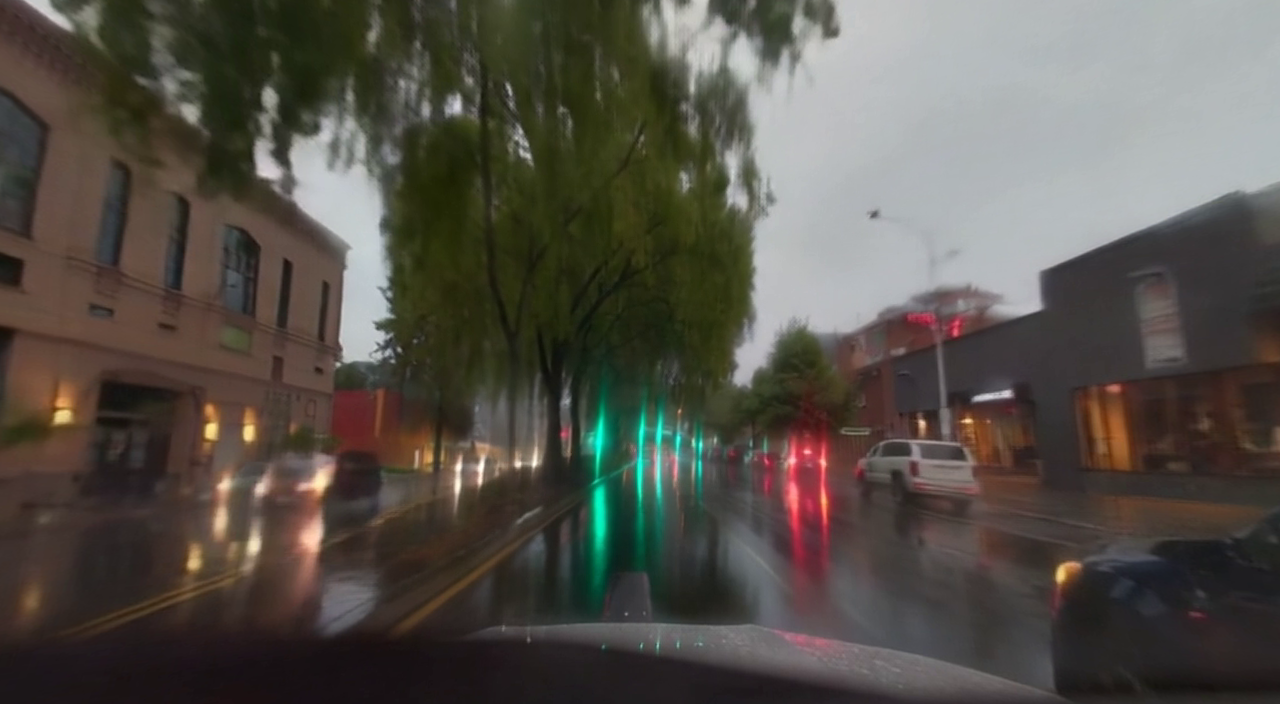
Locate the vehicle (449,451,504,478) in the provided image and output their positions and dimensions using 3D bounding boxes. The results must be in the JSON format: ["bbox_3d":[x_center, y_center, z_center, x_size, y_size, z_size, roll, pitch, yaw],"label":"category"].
[{"bbox_3d":[-9.740,6.720,37.864,1.890,1.482,4.411,-1,-8,4],"label":"vehicle"}]

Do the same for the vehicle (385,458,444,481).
[{"bbox_3d":[-16.598,8.614,46.429,3.665,1.559,1.782,7,-11,-39],"label":"vehicle"}]

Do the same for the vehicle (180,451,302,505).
[{"bbox_3d":[-15.934,5.015,25.530,1.972,1.898,4.556,0,-8,0],"label":"vehicle"}]

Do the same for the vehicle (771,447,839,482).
[{"bbox_3d":[7.516,5.153,29.190,1.874,1.438,4.466,0,-8,-1],"label":"vehicle"}]

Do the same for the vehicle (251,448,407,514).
[{"bbox_3d":[-8.349,3.465,17.505,1.904,1.537,4.618,0,-8,1],"label":"vehicle"}]

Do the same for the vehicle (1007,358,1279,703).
[{"bbox_3d":[2.782,0.652,0.977,1.989,1.498,4.050,0,-8,1],"label":"vehicle"}]

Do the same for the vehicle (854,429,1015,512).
[{"bbox_3d":[7.421,3.013,16.529,2.050,1.838,4.535,0,-8,1],"label":"vehicle"}]
